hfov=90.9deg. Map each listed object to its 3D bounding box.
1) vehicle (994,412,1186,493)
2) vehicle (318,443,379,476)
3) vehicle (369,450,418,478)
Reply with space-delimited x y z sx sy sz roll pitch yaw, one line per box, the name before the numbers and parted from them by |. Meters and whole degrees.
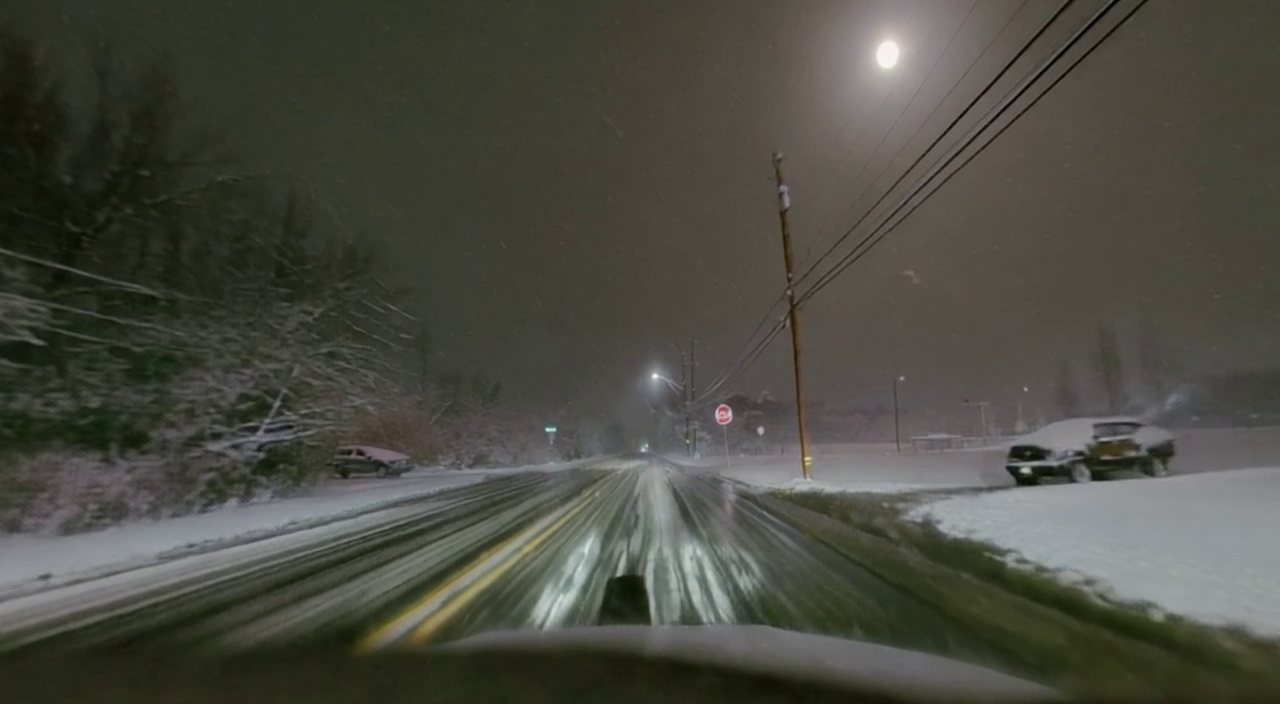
vehicle | 11.269 2.477 15.811 4.013 1.786 1.987 3 -9 -23
vehicle | -17.649 6.588 38.363 1.849 1.831 3.980 -1 -10 0
vehicle | -14.495 6.589 37.255 1.739 1.539 3.548 1 -9 -5
